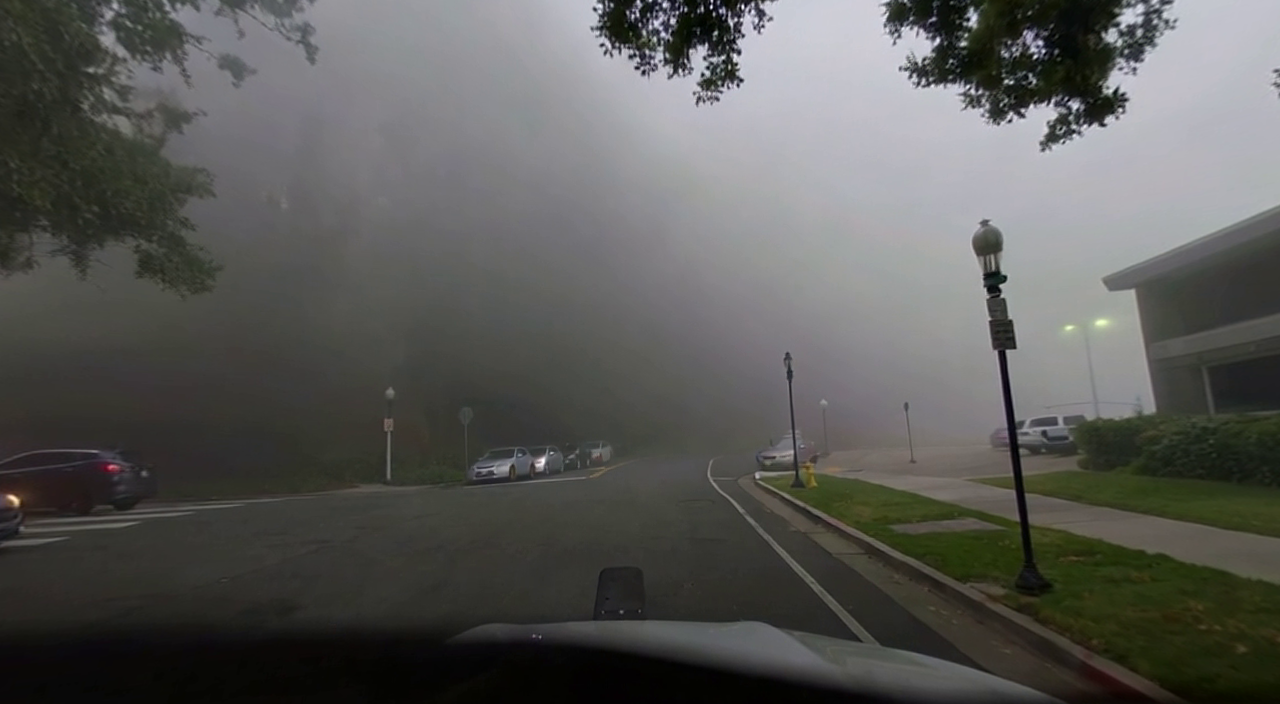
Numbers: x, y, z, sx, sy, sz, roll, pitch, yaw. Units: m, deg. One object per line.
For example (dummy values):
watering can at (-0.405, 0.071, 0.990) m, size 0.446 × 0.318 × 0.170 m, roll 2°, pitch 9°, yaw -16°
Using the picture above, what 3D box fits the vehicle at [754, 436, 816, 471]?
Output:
vehicle at (6.689, 4.726, 29.574) m, size 1.918 × 1.461 × 4.419 m, roll 0°, pitch -8°, yaw 1°

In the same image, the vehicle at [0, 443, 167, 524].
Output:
vehicle at (-13.412, 2.859, 14.061) m, size 4.106 × 1.620 × 2.065 m, roll -1°, pitch -9°, yaw 2°

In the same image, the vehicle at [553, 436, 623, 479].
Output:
vehicle at (-2.094, 4.445, 26.916) m, size 2.110 × 1.651 × 4.410 m, roll -1°, pitch -9°, yaw 7°

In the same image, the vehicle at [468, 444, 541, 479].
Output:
vehicle at (-6.071, 4.975, 28.963) m, size 1.968 × 1.443 × 4.358 m, roll -1°, pitch -9°, yaw 6°
